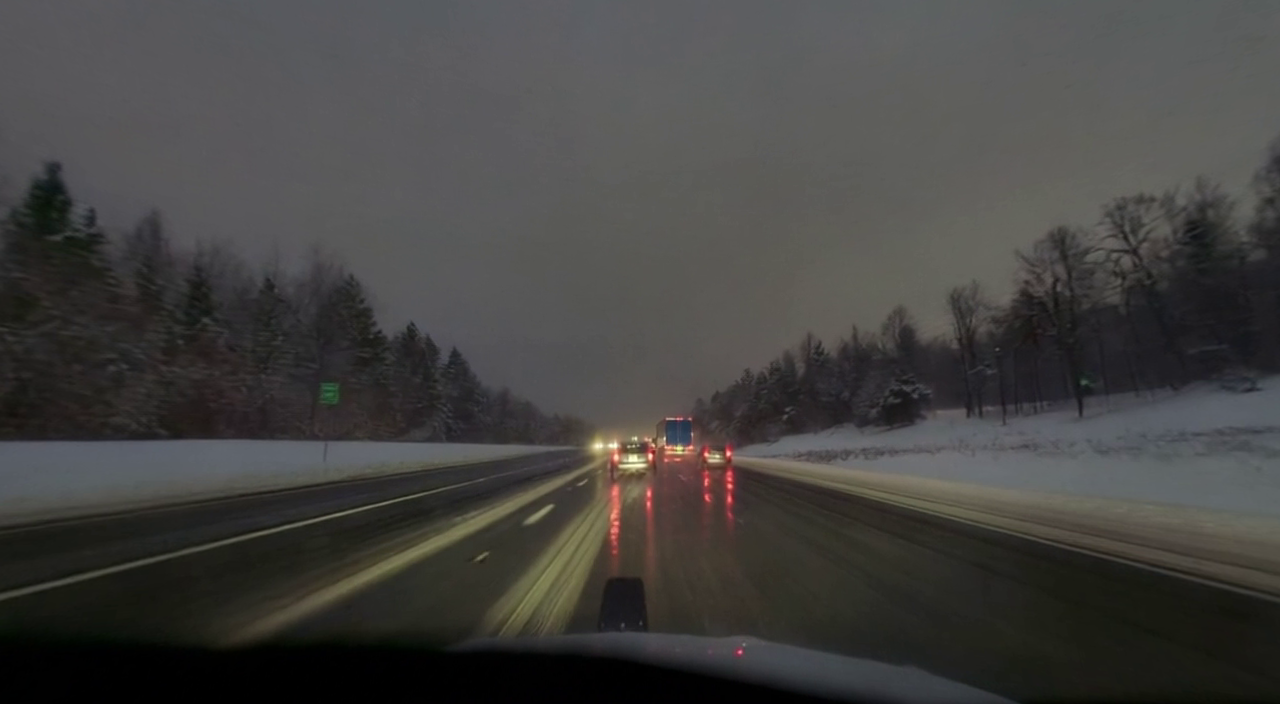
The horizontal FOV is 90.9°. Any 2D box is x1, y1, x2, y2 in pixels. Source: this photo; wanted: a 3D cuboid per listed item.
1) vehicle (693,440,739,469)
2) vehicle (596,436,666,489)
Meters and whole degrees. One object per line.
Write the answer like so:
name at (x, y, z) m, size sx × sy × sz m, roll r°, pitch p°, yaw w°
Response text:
vehicle at (4.145, 5.693, 35.119) m, size 1.971 × 1.472 × 4.301 m, roll 0°, pitch -8°, yaw -1°
vehicle at (-0.208, 3.490, 20.217) m, size 2.020 × 1.516 × 3.951 m, roll -1°, pitch -8°, yaw 2°
